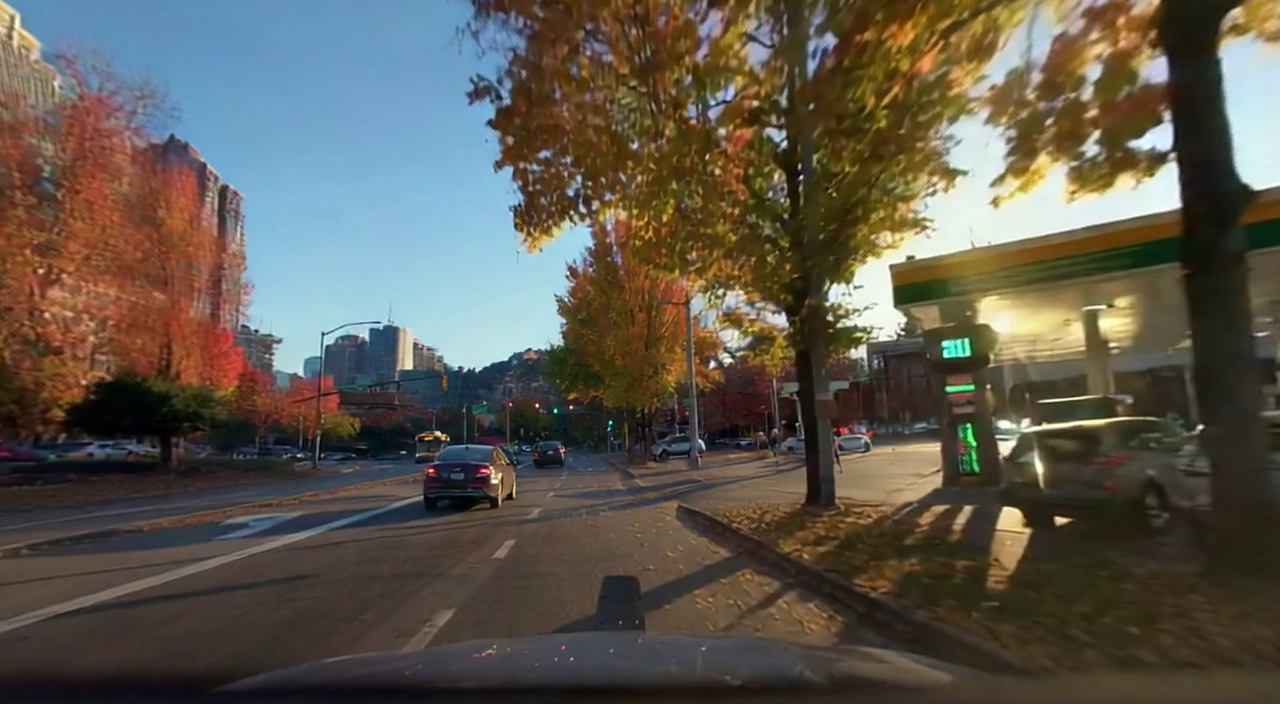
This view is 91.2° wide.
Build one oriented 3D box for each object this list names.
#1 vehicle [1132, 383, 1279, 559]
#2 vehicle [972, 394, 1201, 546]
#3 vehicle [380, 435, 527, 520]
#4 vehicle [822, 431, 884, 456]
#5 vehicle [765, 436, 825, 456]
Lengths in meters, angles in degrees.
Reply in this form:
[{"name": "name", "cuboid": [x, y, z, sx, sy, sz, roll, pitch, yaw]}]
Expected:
[{"name": "vehicle", "cuboid": [7.591, 1.322, 7.327, 4.481, 1.610, 2.048, 8, -12, -42]}, {"name": "vehicle", "cuboid": [6.743, 1.559, 9.309, 4.030, 1.709, 1.840, 3, -9, -43]}, {"name": "vehicle", "cuboid": [-3.706, 2.567, 13.301, 2.092, 1.507, 4.078, 0, -9, -4]}, {"name": "vehicle", "cuboid": [16.951, 7.276, 49.894, 4.172, 1.687, 1.773, -3, -8, -6]}, {"name": "vehicle", "cuboid": [12.225, 7.446, 49.576, 4.064, 1.507, 2.078, 1, -9, -5]}]
